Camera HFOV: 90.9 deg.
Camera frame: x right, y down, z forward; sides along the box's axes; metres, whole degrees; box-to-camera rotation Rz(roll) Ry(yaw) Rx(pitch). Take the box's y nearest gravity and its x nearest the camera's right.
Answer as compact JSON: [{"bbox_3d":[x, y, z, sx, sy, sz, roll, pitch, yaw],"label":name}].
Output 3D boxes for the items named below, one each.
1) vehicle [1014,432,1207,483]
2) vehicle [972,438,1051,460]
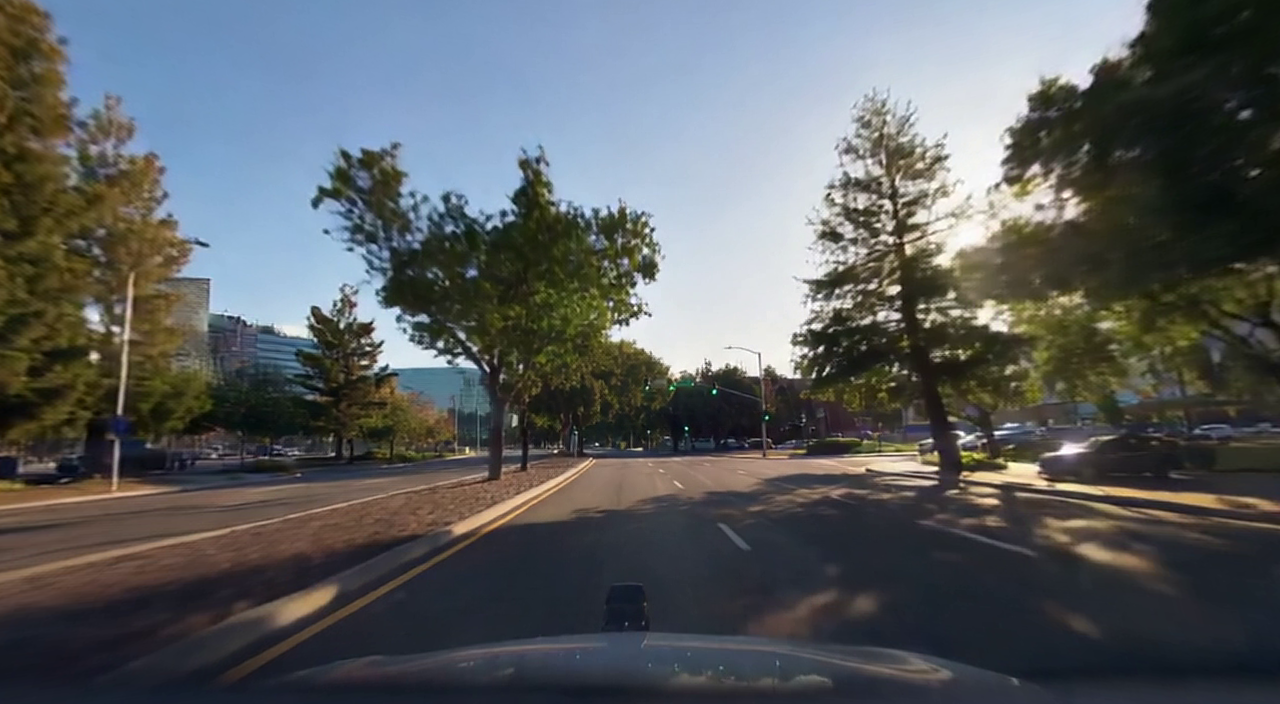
[{"bbox_3d":[15.918,3.582,21.531,4.982,1.441,1.951,-2,-8,-1],"label":"vehicle"},{"bbox_3d":[24.789,6.467,42.115,4.053,1.376,1.945,1,-9,-3],"label":"vehicle"}]
